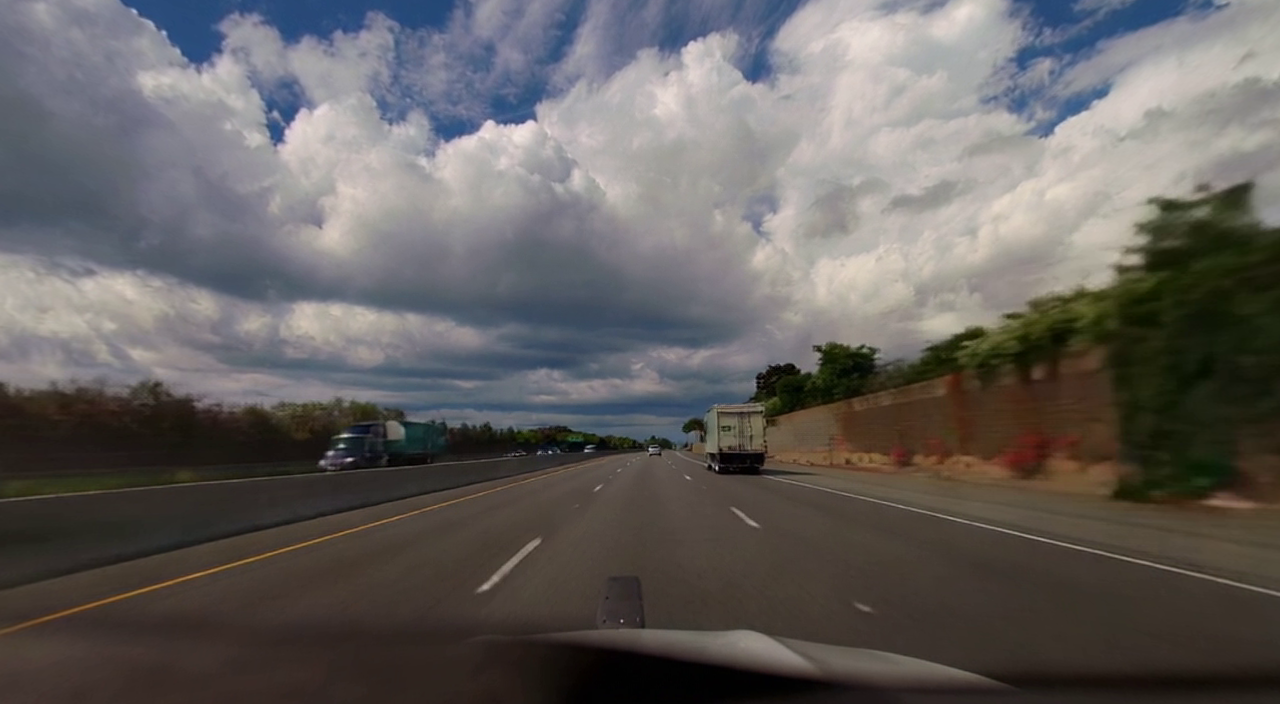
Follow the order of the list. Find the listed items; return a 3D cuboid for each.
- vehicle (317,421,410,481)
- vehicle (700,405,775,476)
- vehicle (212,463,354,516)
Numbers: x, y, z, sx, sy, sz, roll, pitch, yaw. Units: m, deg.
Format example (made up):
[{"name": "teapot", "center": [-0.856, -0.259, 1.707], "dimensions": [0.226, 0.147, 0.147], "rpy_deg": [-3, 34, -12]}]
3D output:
[{"name": "vehicle", "center": [-18.645, 6.677, 43.102], "dimensions": [3.109, 3.752, 6.885], "rpy_deg": [0, -8, 1]}, {"name": "vehicle", "center": [4.994, 4.815, 33.924], "dimensions": [2.771, 3.313, 8.121], "rpy_deg": [0, -9, 1]}, {"name": "vehicle", "center": [-11.096, 4.276, 20.045], "dimensions": [1.835, 1.417, 4.391], "rpy_deg": [-1, -9, 2]}]
